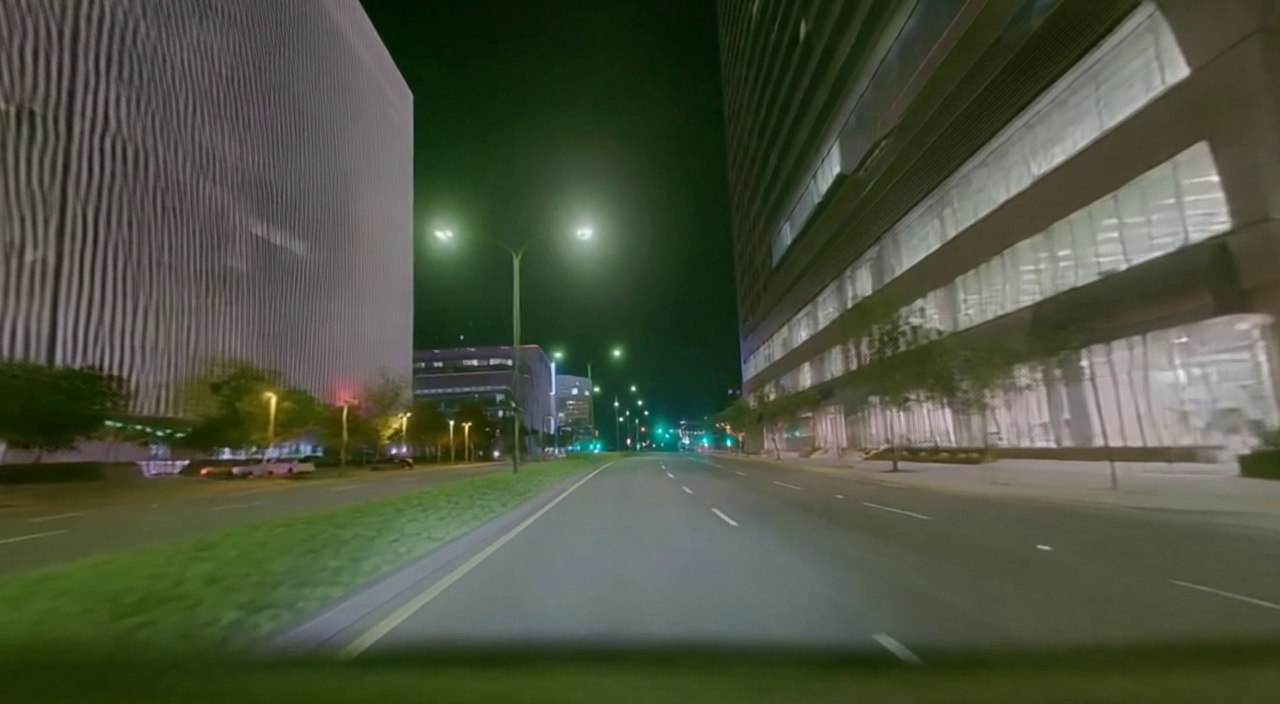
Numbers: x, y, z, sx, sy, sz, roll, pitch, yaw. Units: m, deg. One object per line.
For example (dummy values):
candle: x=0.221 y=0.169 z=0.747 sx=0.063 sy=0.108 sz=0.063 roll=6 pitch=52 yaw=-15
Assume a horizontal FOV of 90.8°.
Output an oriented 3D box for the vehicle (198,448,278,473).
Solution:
vehicle: x=-29.327 y=7.958 z=46.162 sx=4.470 sy=1.480 sz=1.989 roll=-4 pitch=-10 yaw=0

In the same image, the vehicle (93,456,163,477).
vehicle: x=-40.404 y=9.020 z=49.925 sx=4.102 sy=1.543 sz=1.629 roll=0 pitch=-9 yaw=2
